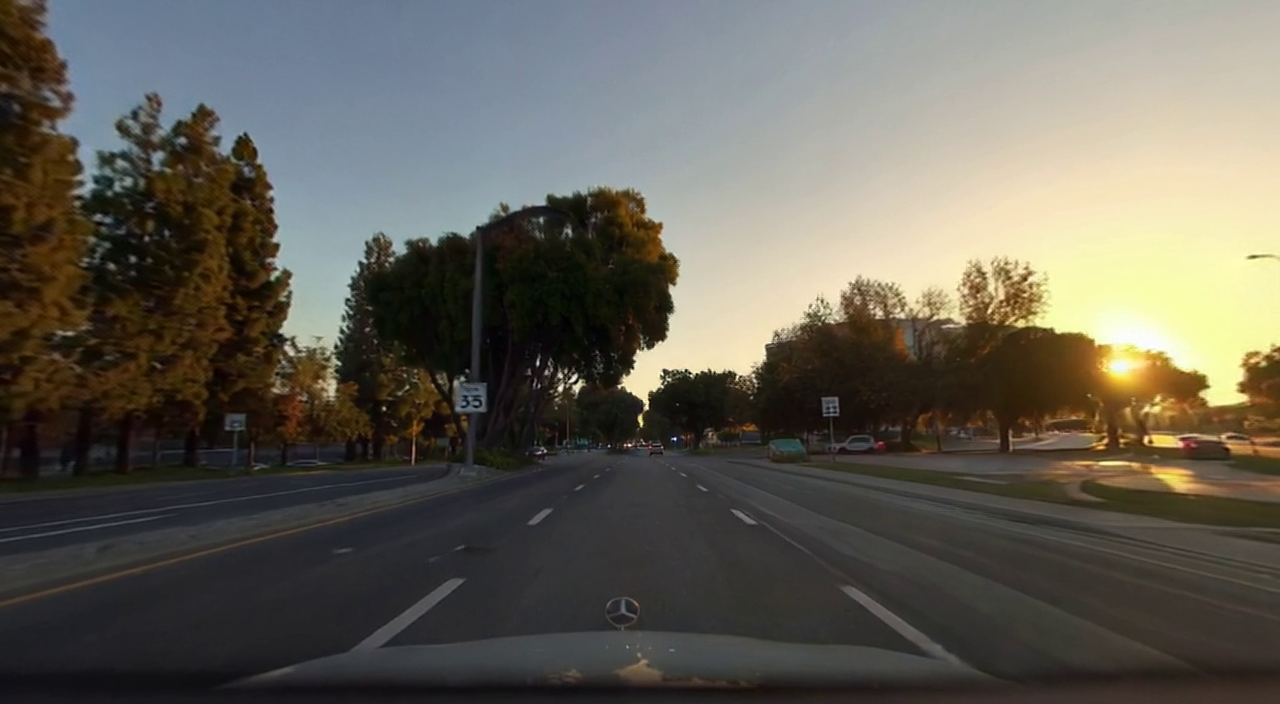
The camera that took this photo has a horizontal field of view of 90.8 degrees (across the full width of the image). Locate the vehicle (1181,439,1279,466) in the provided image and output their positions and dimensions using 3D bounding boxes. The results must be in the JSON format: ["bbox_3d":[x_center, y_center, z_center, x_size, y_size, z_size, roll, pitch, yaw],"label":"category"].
[{"bbox_3d":[33.949,5.671,35.600,1.918,1.430,4.904,8,-11,-42],"label":"vehicle"}]

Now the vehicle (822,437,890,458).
[{"bbox_3d":[17.039,7.547,49.947,4.530,1.640,2.074,1,-8,-4],"label":"vehicle"}]
